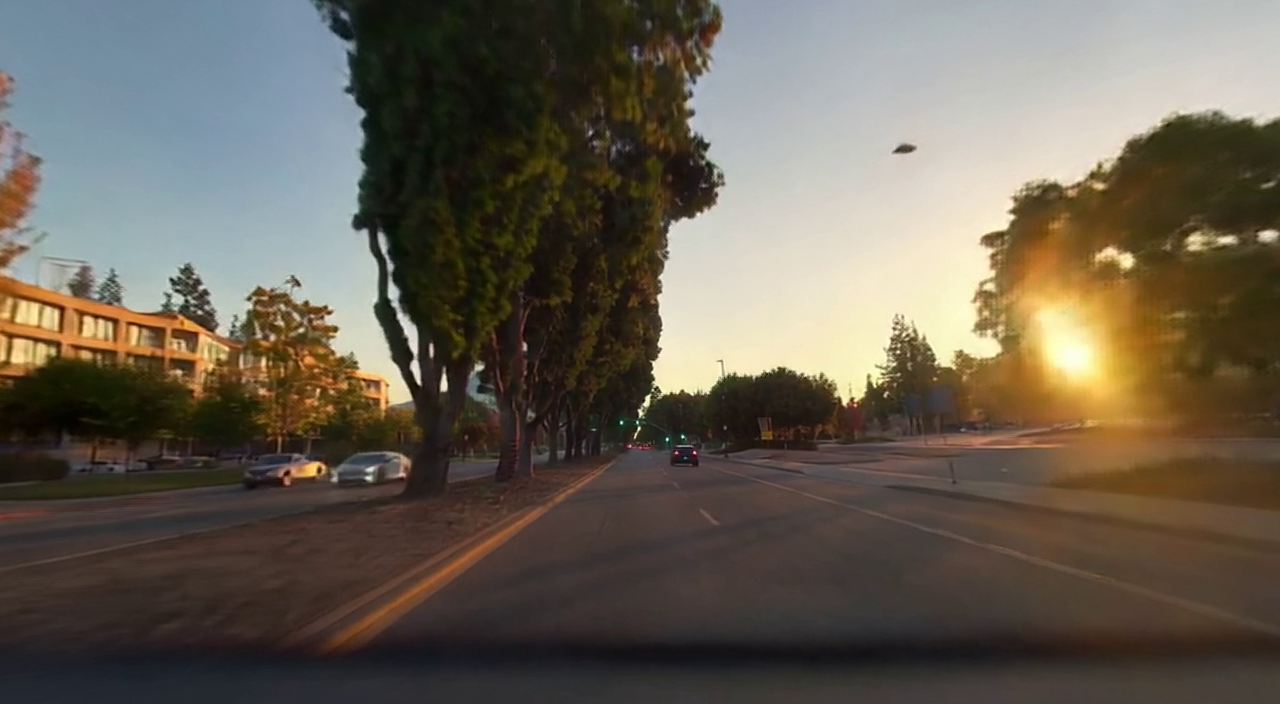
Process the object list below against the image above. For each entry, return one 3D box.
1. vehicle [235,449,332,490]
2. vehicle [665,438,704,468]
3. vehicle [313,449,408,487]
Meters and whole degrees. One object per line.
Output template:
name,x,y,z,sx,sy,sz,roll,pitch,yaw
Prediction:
vehicle,-16.971,5.580,30.356,2.052,1.776,4.483,0,-8,0
vehicle,2.866,6.639,41.564,2.085,1.828,5.383,0,-8,-1
vehicle,-11.831,4.906,27.143,1.890,1.446,4.714,0,-9,1
